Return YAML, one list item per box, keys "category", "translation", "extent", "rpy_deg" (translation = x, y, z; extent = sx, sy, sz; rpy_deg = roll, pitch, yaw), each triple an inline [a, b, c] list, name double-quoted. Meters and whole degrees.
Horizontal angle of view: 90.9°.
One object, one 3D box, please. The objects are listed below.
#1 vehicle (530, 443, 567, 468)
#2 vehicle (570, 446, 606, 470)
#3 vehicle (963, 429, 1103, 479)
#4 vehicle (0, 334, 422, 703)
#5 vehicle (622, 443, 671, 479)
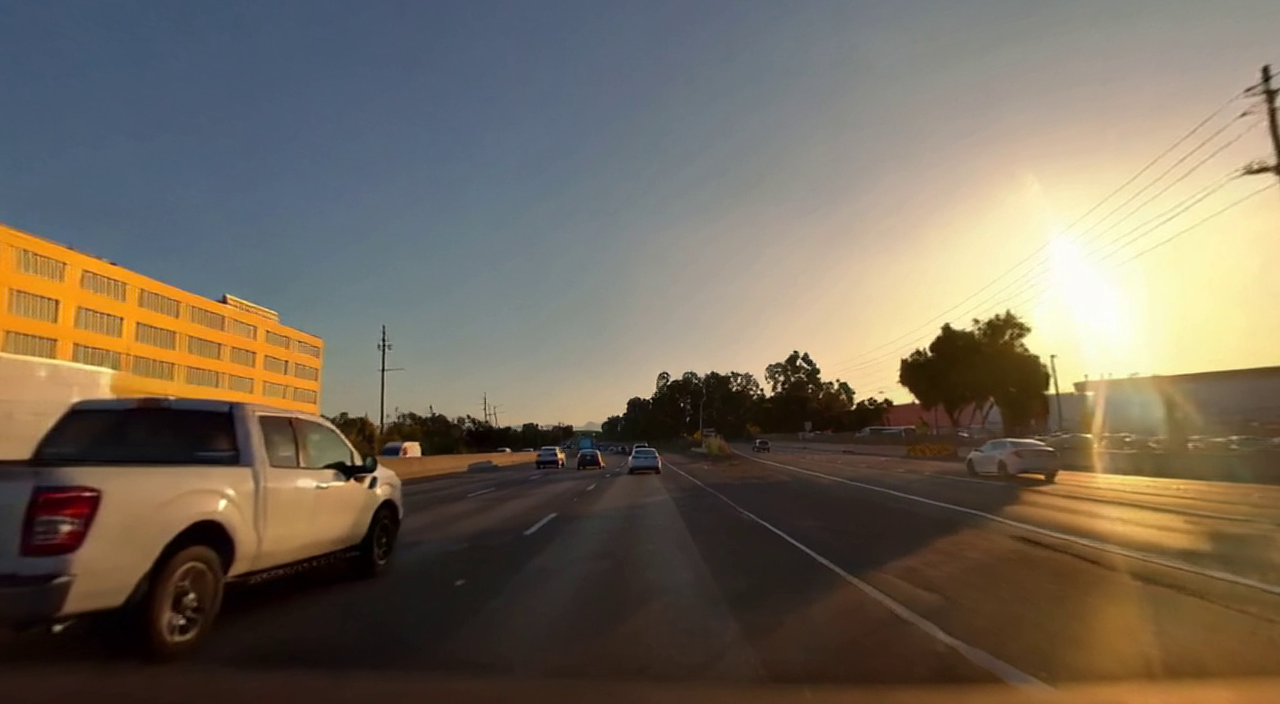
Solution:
- category: "vehicle"
  translation: [-7.152, 8.152, 49.826]
  extent: [2.106, 1.827, 4.814]
  rpy_deg: [0, -8, 1]
- category: "vehicle"
  translation: [-3.505, 7.207, 43.256]
  extent: [2.059, 1.508, 4.662]
  rpy_deg: [0, -8, 0]
- category: "vehicle"
  translation: [12.985, 3.416, 21.264]
  extent: [1.966, 1.484, 4.610]
  rpy_deg: [-1, -8, 3]
- category: "vehicle"
  translation: [-3.886, 1.218, 5.243]
  extent: [2.250, 1.872, 5.038]
  rpy_deg: [0, -8, 1]
- category: "vehicle"
  translation: [0.286, 5.080, 29.642]
  extent: [2.107, 1.538, 3.999]
  rpy_deg: [0, -8, 0]
